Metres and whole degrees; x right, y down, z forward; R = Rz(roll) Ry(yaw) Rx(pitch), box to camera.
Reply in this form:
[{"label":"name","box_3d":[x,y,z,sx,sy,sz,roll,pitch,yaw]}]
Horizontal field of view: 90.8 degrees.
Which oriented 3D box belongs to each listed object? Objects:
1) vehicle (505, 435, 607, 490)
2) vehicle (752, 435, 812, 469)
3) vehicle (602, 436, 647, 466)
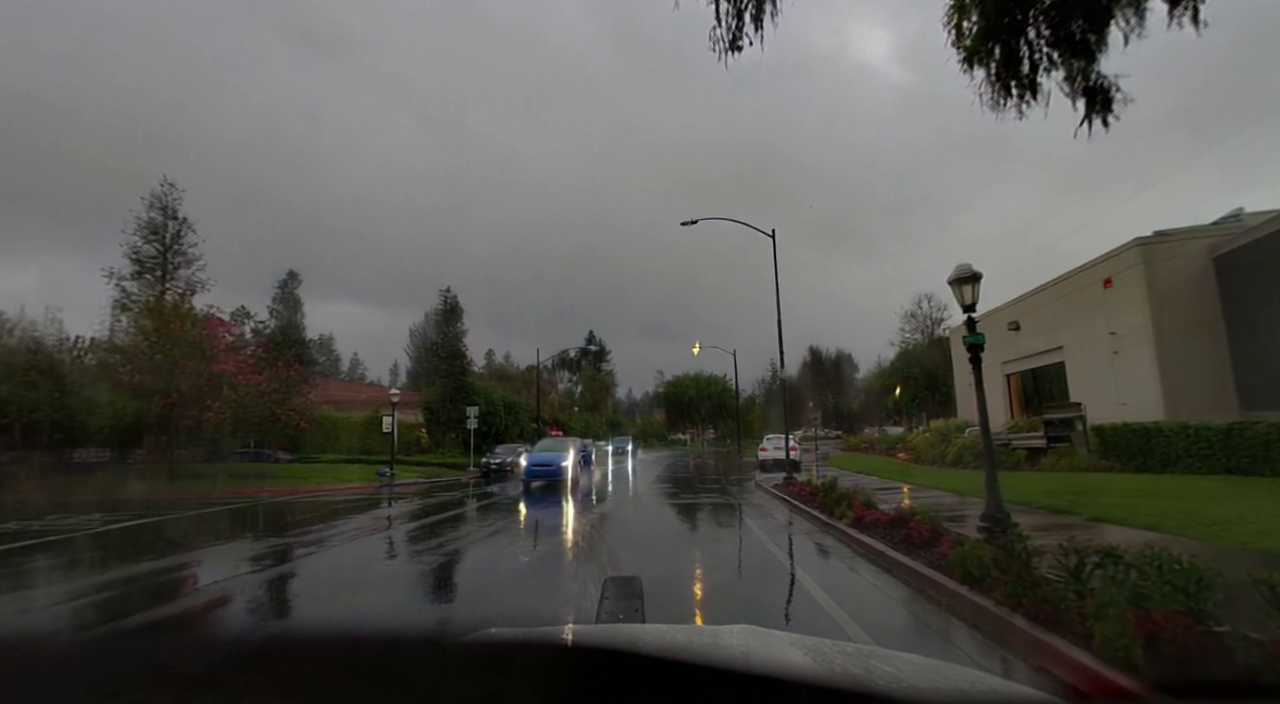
[{"label":"vehicle","box_3d":[-2.491,3.439,20.018,2.056,1.508,4.596,-1,-9,7]},{"label":"vehicle","box_3d":[6.680,4.744,30.204,1.918,1.461,4.419,0,-8,1]},{"label":"vehicle","box_3d":[-0.854,5.939,37.997,2.110,1.651,4.410,-1,-9,7]}]
